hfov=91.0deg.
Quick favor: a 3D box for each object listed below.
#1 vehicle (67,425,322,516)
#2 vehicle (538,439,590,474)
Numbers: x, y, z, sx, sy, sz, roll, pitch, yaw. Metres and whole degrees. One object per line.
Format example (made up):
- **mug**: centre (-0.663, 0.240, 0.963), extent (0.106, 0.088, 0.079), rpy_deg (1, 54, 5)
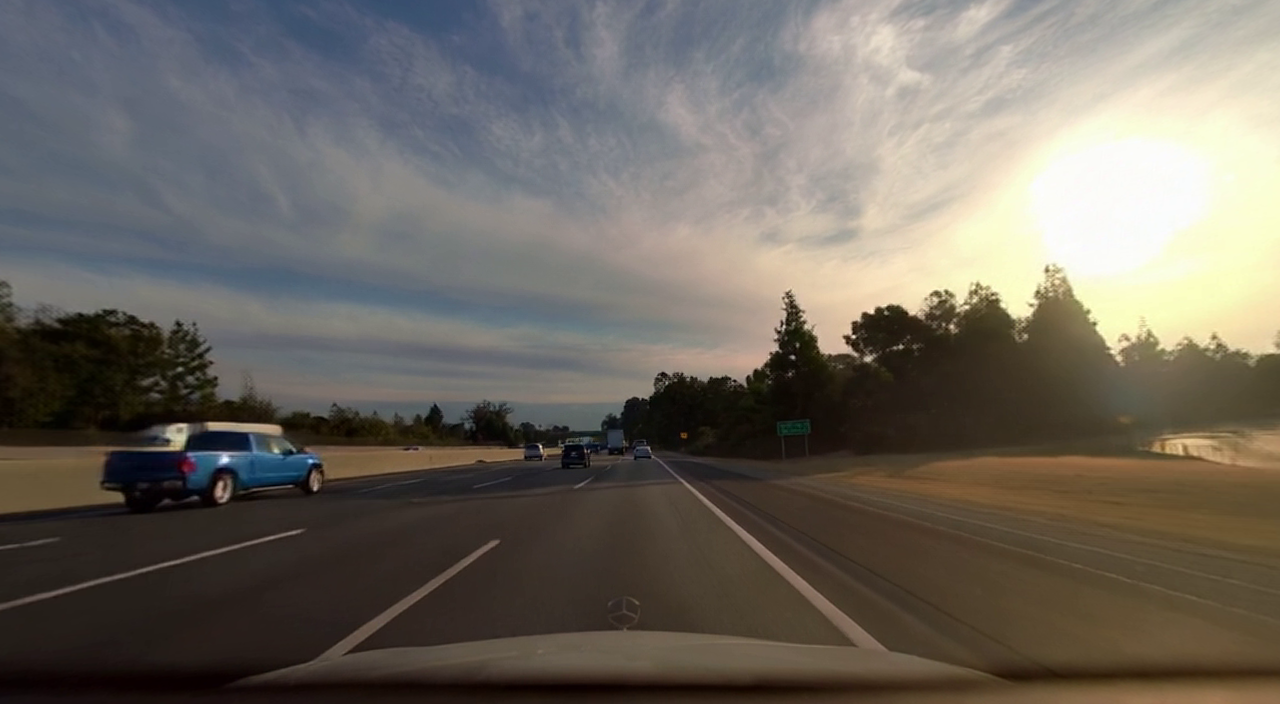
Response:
- **vehicle**: centre (-10.149, 2.751, 15.168), extent (2.146, 1.764, 5.510), rpy_deg (0, -9, -1)
- **vehicle**: centre (-3.922, 5.499, 33.212), extent (2.094, 1.695, 4.260), rpy_deg (0, -9, 1)
